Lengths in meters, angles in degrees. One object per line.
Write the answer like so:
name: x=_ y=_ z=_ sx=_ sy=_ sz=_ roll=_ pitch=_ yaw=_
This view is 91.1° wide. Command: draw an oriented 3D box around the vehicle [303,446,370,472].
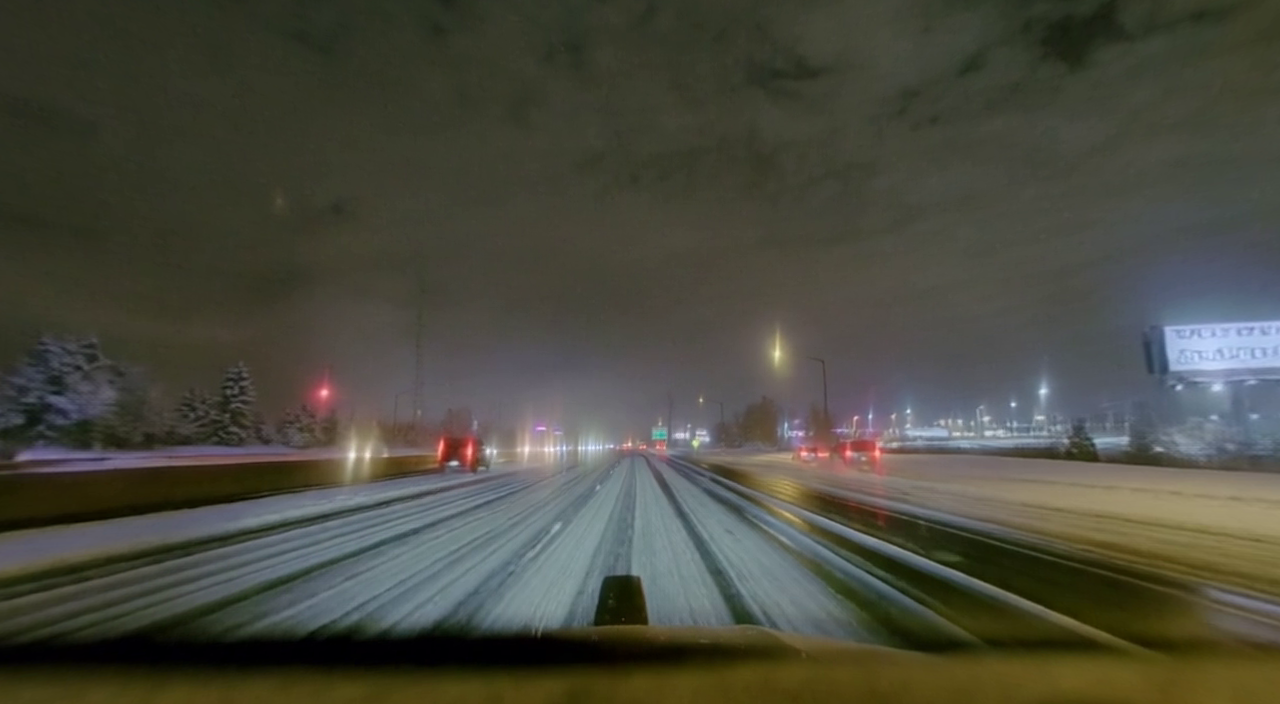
vehicle: x=-19.178 y=6.731 z=39.888 sx=1.971 sy=1.522 sz=4.463 roll=0 pitch=-8 yaw=0

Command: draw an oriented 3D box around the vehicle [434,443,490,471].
vehicle: x=-10.351 y=6.115 z=36.918 sx=1.974 sy=1.513 sz=4.584 roll=0 pitch=-8 yaw=0
